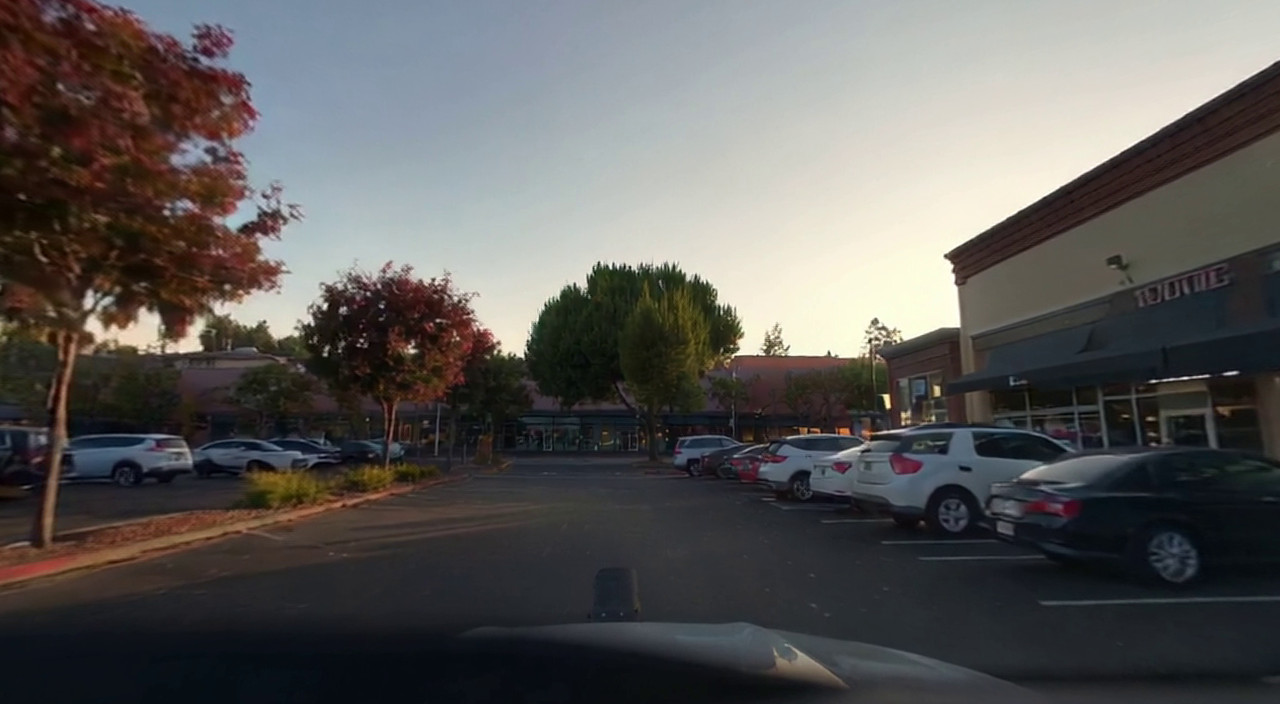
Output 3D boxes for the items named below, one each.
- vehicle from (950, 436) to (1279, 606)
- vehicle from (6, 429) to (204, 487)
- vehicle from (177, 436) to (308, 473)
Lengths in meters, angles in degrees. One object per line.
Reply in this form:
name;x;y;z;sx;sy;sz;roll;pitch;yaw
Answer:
vehicle;5.968;1.653;6.752;4.298;1.476;1.921;1;-8;-5
vehicle;-15.726;3.099;18.802;4.197;1.526;1.977;7;-11;-40
vehicle;-17.548;4.496;27.977;4.651;1.494;1.914;6;-10;-37
